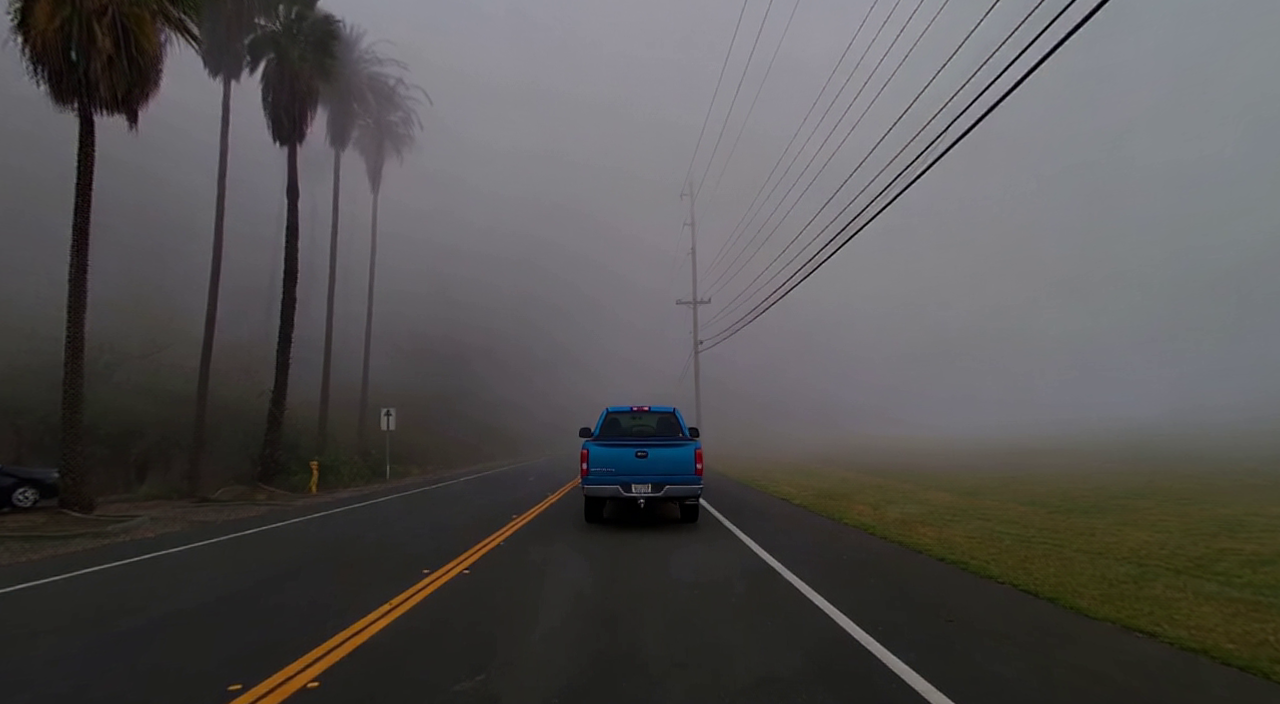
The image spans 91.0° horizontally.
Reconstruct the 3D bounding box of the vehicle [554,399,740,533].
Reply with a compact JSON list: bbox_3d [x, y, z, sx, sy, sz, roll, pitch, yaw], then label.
[{"bbox_3d":[0.056,2.155,12.497,2.803,2.005,5.885,0,-8,-1],"label":"vehicle"}]
